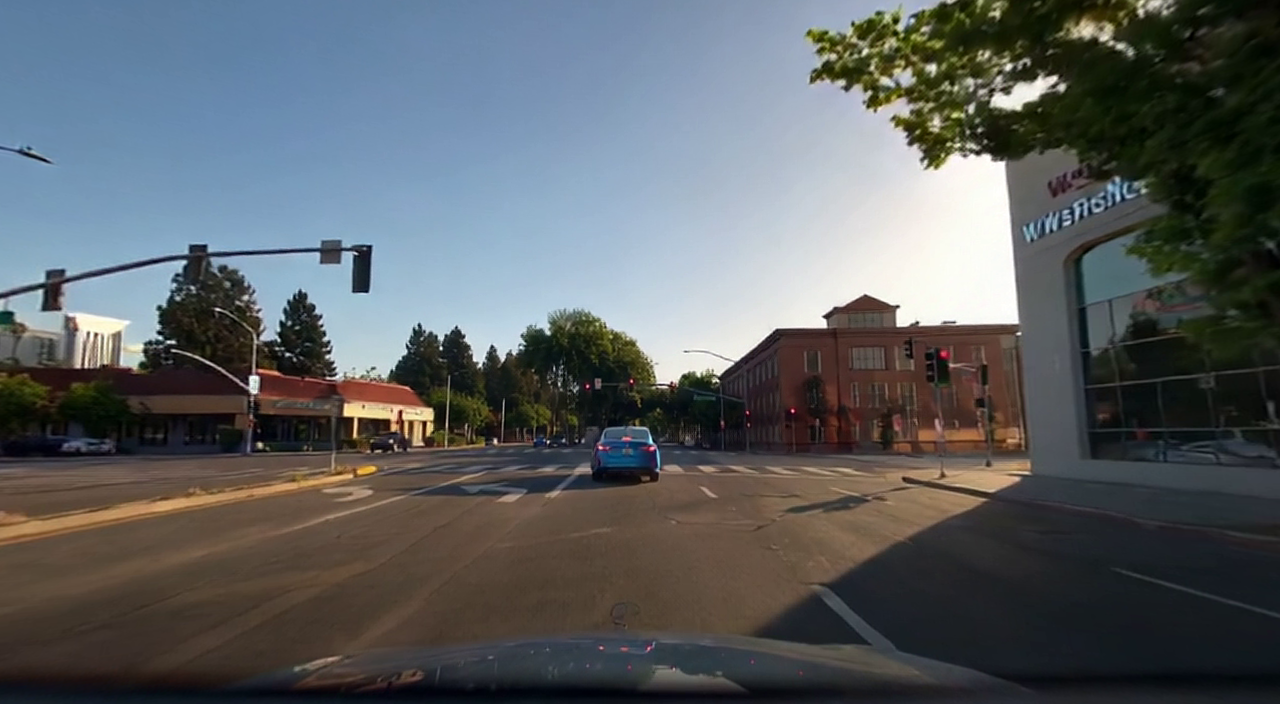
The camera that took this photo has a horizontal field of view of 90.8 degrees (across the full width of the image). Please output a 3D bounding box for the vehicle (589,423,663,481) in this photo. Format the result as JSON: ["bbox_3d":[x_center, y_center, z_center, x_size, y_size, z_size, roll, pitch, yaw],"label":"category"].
[{"bbox_3d":[-0.435,3.078,19.733,2.066,1.618,3.922,0,-8,-1],"label":"vehicle"}]

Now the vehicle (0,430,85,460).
[{"bbox_3d":[-36.376,5.511,37.461,4.912,1.731,2.022,0,-8,-1],"label":"vehicle"}]
